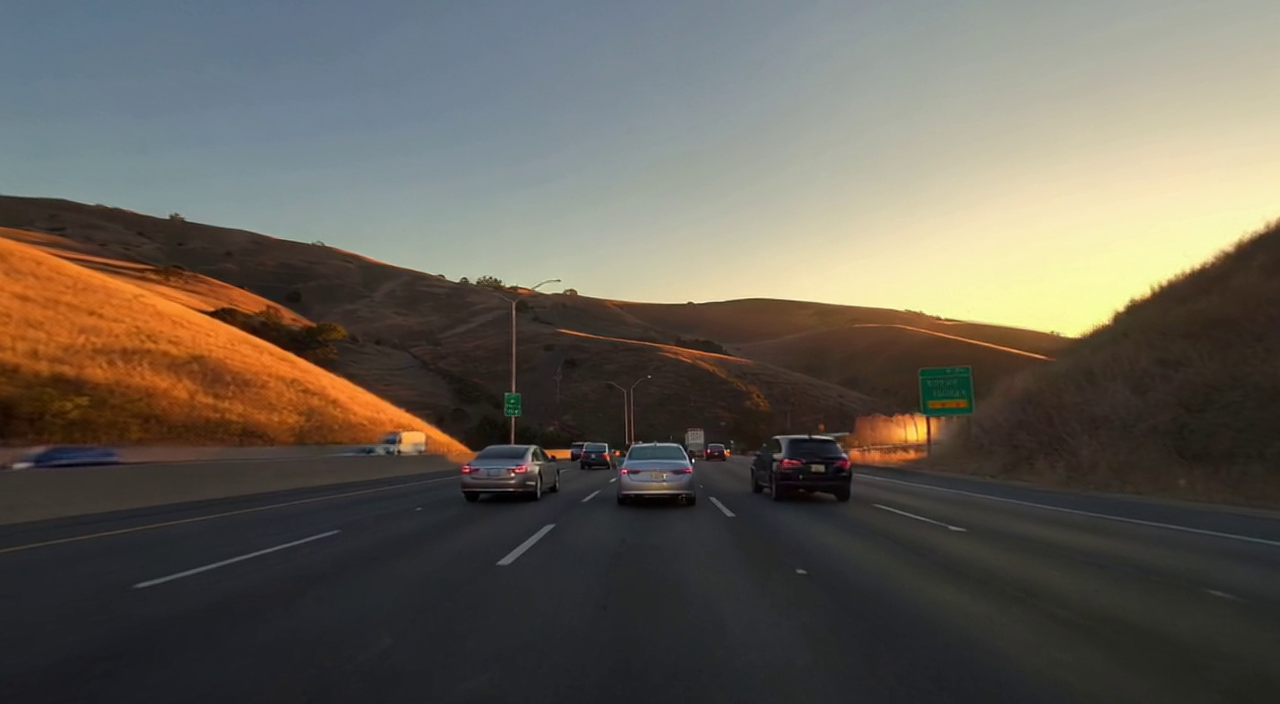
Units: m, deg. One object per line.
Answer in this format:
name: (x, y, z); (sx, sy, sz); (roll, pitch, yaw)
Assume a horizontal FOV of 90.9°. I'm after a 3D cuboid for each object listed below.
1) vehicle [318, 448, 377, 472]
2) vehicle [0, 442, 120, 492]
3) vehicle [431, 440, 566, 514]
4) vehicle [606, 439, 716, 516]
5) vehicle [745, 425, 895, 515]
vehicle: (-19.361, 7.145, 41.991); (1.790, 1.461, 4.165); (-1, -8, 2)
vehicle: (-24.358, 4.595, 25.648); (2.062, 1.794, 4.892); (-1, -8, 2)
vehicle: (-3.094, 2.830, 14.838); (2.017, 1.446, 4.384); (-1, -8, 2)
vehicle: (0.445, 2.660, 13.889); (2.072, 1.431, 3.904); (-1, -8, 1)
vehicle: (3.834, 2.597, 14.449); (2.083, 1.693, 4.740); (0, -8, 1)
